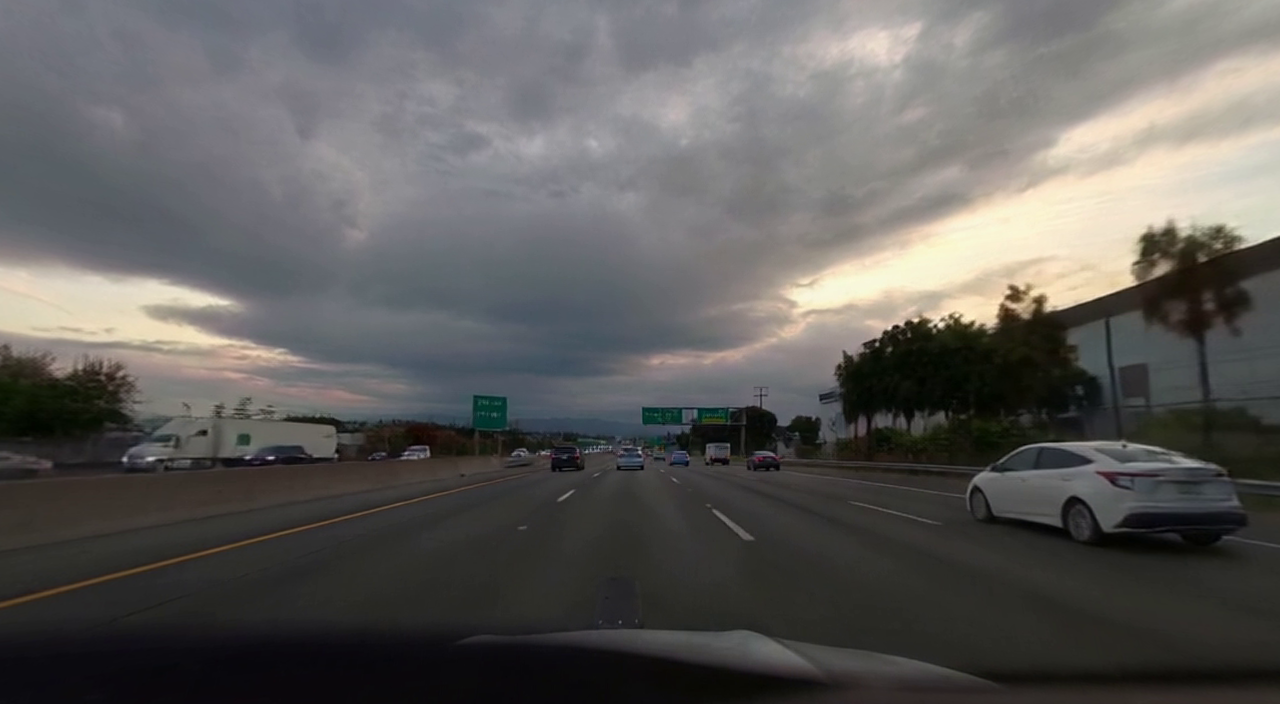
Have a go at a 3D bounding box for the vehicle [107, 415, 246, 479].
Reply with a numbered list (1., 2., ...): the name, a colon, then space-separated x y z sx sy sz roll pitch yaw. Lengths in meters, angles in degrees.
1. vehicle: -29.205 6.033 40.381 2.921 3.664 7.706 0 -9 0

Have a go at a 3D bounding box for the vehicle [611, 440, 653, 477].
1. vehicle: -0.374 5.463 32.729 2.002 1.759 4.658 0 -9 0

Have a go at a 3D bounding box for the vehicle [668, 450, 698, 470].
1. vehicle: 3.066 7.795 45.609 1.816 1.353 3.809 0 -9 -1

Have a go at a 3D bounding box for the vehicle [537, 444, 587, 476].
1. vehicle: -4.264 5.967 35.235 2.126 1.631 4.643 0 -9 1

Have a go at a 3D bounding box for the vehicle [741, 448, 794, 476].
1. vehicle: 6.823 5.929 34.339 1.879 1.428 4.402 0 -9 -1

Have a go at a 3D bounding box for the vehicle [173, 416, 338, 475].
1. vehicle: -29.347 7.398 49.986 2.848 3.915 16.523 0 -9 0

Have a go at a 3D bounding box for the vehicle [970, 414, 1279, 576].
1. vehicle: 6.683 1.803 8.734 1.944 1.666 4.184 0 -9 0
